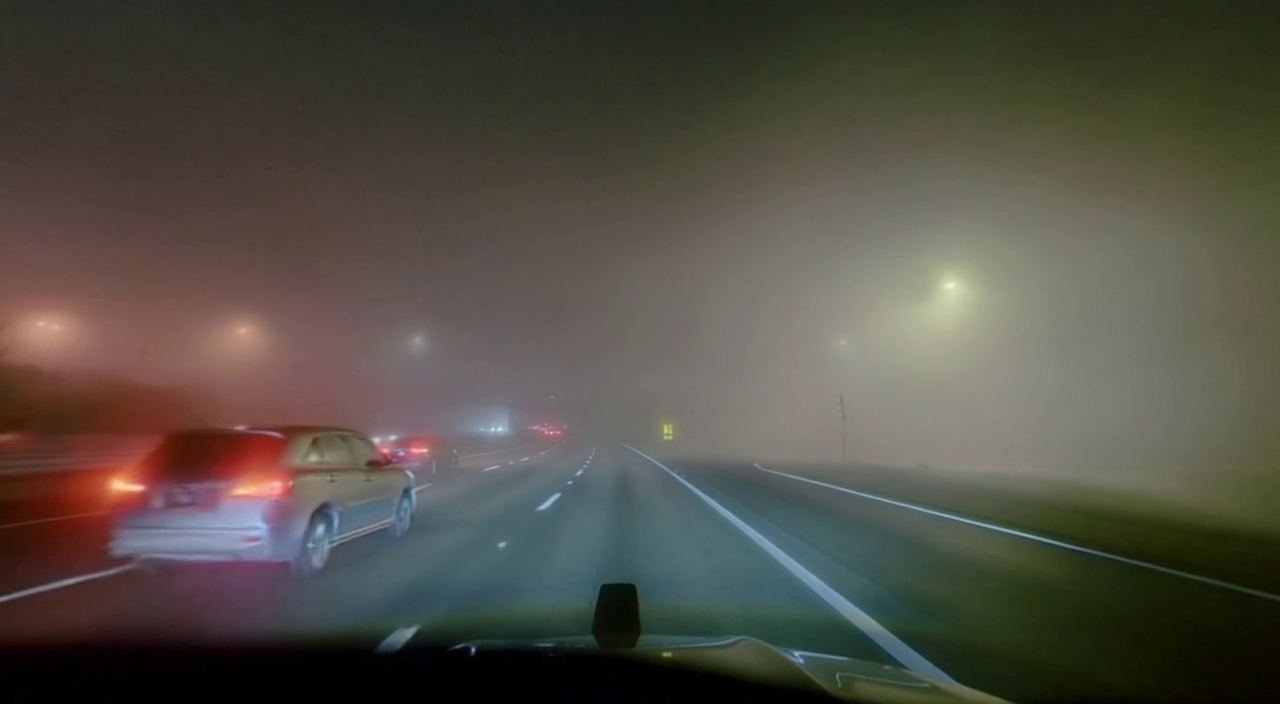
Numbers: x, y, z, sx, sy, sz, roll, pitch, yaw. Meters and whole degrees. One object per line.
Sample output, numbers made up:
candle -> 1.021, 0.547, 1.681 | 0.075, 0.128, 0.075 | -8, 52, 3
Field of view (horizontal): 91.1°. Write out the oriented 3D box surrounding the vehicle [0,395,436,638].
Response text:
vehicle -> -4.014, 1.421, 6.668 | 2.123, 1.601, 4.887 | 0, -8, -1
